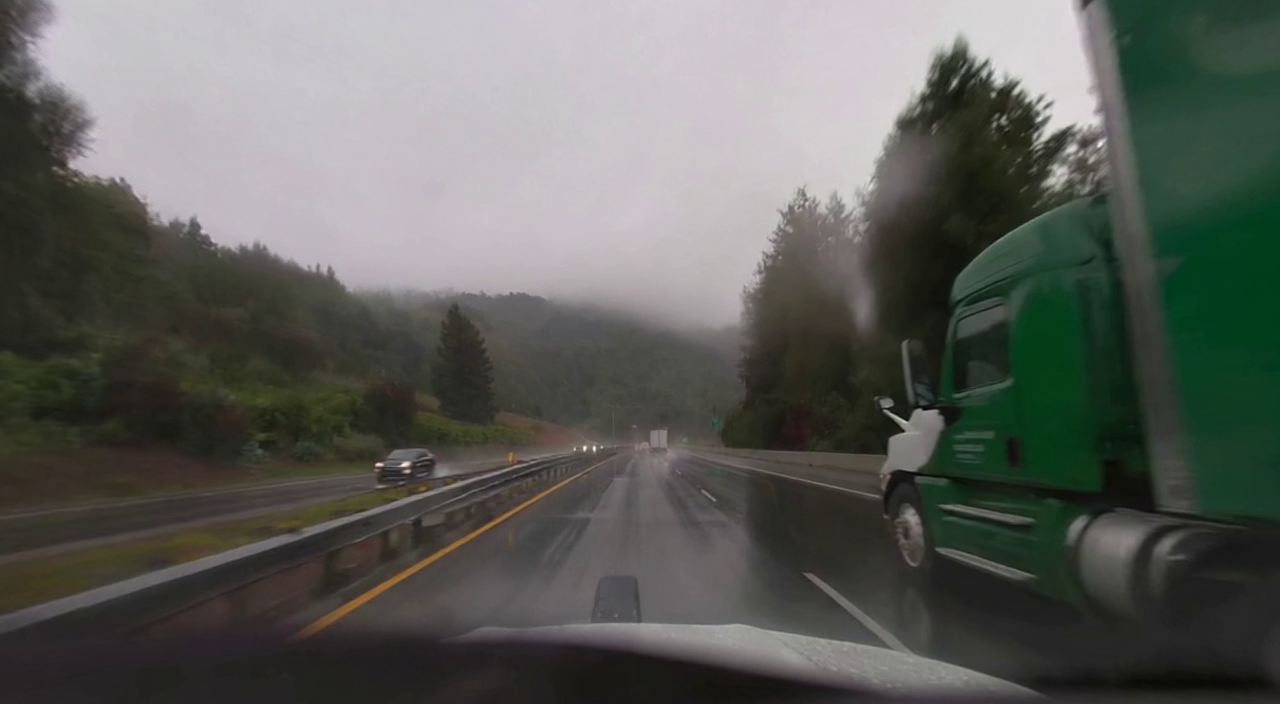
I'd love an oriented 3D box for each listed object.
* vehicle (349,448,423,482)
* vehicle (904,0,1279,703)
[{"bbox_3d":[-12.462,5.548,31.219,1.943,1.482,4.376,0,-8,-1],"label":"vehicle"},{"bbox_3d":[4.142,-0.300,2.816,2.981,4.058,6.276,0,-8,-1],"label":"vehicle"}]
